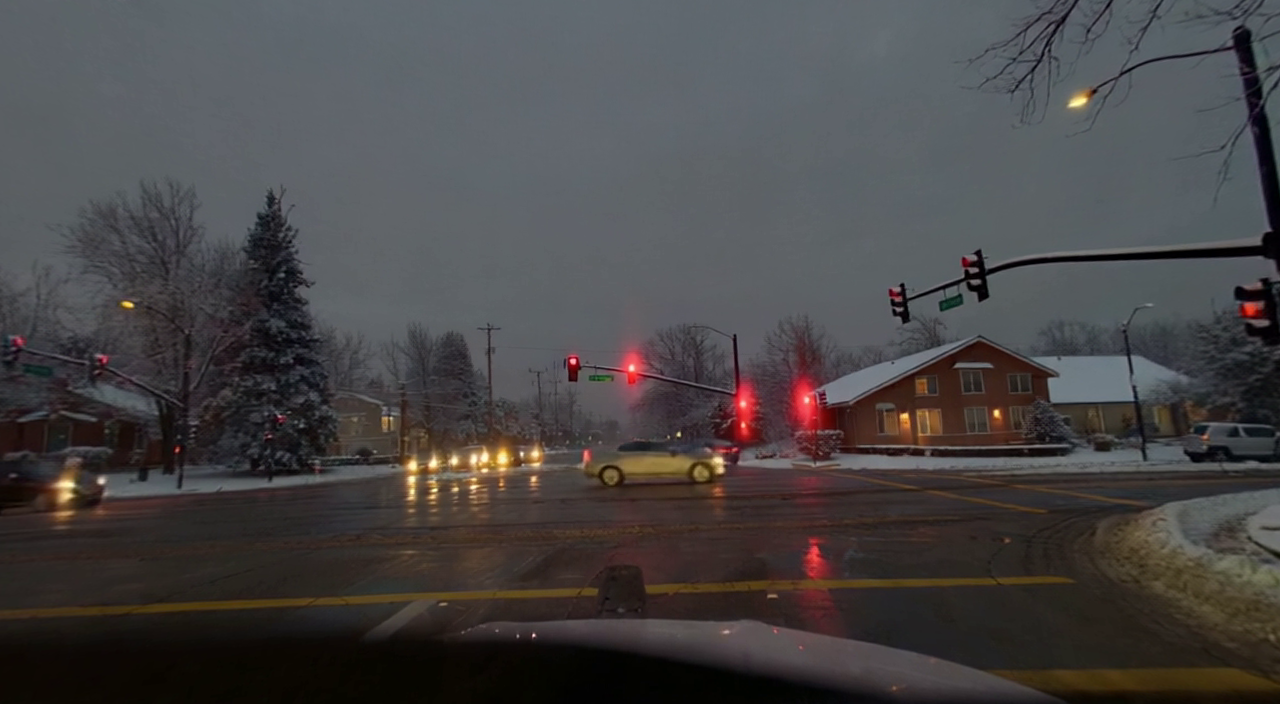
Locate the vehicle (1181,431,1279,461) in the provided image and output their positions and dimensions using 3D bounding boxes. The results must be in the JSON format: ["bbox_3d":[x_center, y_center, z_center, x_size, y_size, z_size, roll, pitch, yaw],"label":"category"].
[{"bbox_3d":[31.311,4.888,33.020,4.318,1.488,1.870,0,-9,-1],"label":"vehicle"}]

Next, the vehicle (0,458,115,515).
[{"bbox_3d":[-20.734,4.475,21.232,4.431,1.739,1.935,-1,-9,1],"label":"vehicle"}]

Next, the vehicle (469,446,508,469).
[{"bbox_3d":[-10.708,7.454,44.766,1.881,1.509,3.377,0,-9,1],"label":"vehicle"}]

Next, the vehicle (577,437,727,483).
[{"bbox_3d":[0.380,3.655,21.453,4.823,1.449,2.017,0,-9,0],"label":"vehicle"}]
